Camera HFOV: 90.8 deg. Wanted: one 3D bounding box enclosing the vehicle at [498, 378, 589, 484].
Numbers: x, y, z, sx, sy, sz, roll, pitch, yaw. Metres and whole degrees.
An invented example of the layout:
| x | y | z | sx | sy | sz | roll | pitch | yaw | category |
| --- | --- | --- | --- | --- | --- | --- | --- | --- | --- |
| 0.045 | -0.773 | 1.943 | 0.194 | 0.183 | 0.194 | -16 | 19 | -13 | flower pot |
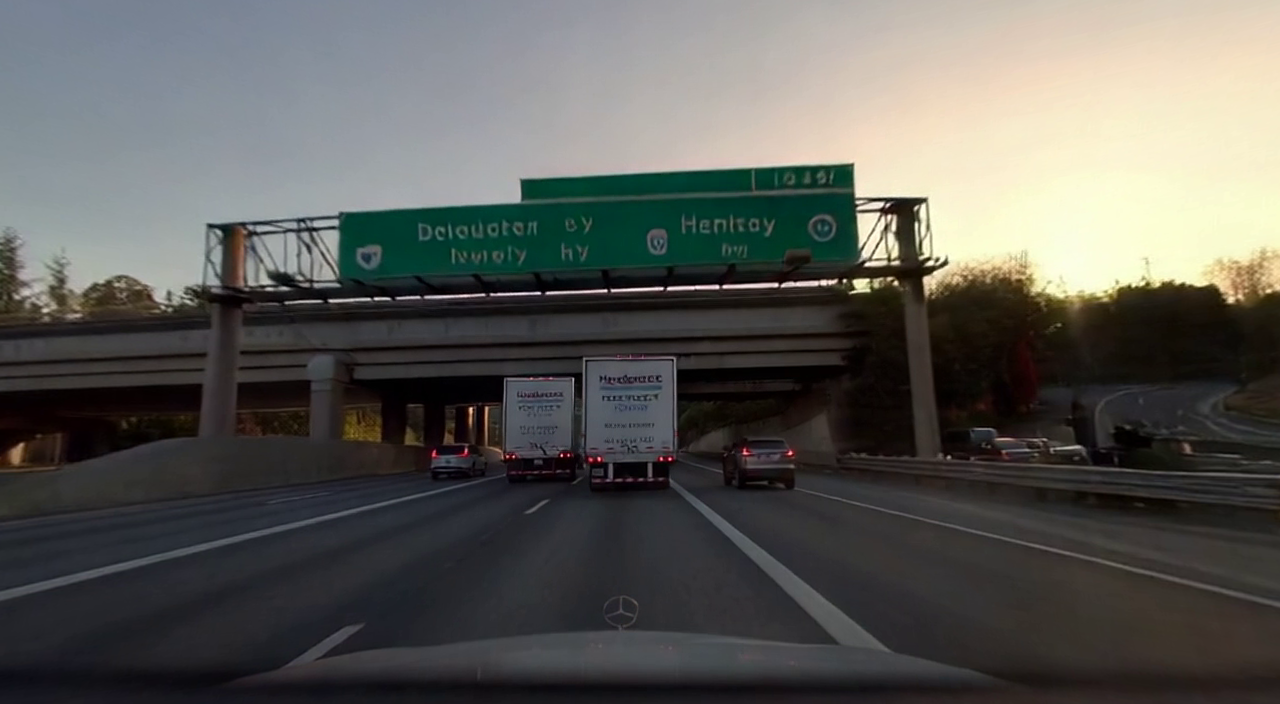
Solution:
| x | y | z | sx | sy | sz | roll | pitch | yaw | category |
| --- | --- | --- | --- | --- | --- | --- | --- | --- | --- |
| -4.234 | 3.933 | 30.475 | 2.888 | 4.154 | 10.960 | 0 | -9 | -1 | vehicle |

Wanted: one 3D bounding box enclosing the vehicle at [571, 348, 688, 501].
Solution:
| x | y | z | sx | sy | sz | roll | pitch | yaw | category |
| --- | --- | --- | --- | --- | --- | --- | --- | --- | --- |
| -0.332 | 2.526 | 20.829 | 2.910 | 3.828 | 9.805 | 0 | -9 | -1 | vehicle |

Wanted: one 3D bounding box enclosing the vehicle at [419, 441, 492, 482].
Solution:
| x | y | z | sx | sy | sz | roll | pitch | yaw | category |
| --- | --- | --- | --- | --- | --- | --- | --- | --- | --- |
| -8.300 | 4.965 | 28.883 | 2.017 | 1.694 | 4.420 | 0 | -9 | -1 | vehicle |

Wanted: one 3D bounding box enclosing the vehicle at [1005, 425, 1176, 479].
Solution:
| x | y | z | sx | sy | sz | roll | pitch | yaw | category |
| --- | --- | --- | --- | --- | --- | --- | --- | --- | --- |
| 16.665 | 3.751 | 23.937 | 2.128 | 1.783 | 5.718 | 0 | -9 | -2 | vehicle |

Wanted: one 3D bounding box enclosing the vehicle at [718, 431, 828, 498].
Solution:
| x | y | z | sx | sy | sz | roll | pitch | yaw | category |
| --- | --- | --- | --- | --- | --- | --- | --- | --- | --- |
| 3.792 | 3.306 | 18.978 | 2.136 | 1.753 | 4.644 | 0 | -9 | -2 | vehicle |
